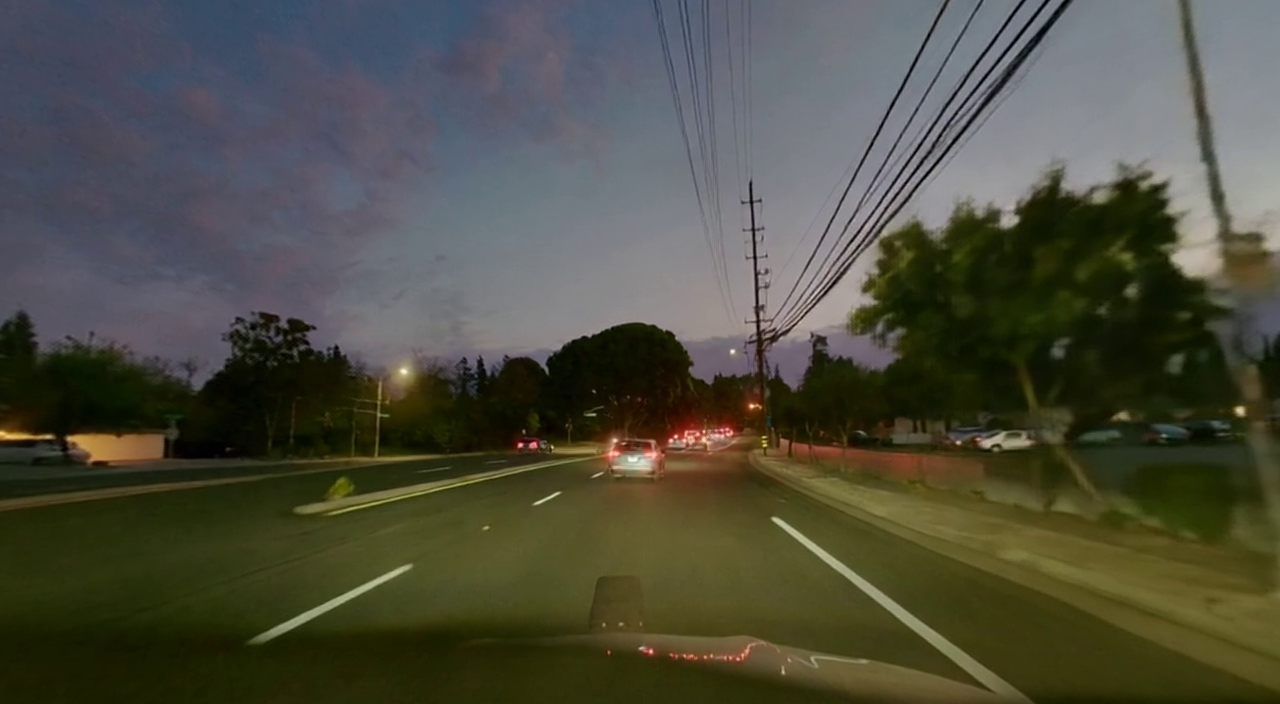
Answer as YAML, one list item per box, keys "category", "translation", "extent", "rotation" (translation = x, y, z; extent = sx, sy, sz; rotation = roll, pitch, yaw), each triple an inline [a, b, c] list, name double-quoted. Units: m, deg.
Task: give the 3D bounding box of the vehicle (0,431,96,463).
- category: "vehicle"
  translation: [-33.351, 5.394, 35.316]
  extent: [1.857, 1.580, 4.336]
  rotation: [0, -11, -1]

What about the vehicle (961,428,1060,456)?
- category: "vehicle"
  translation: [22.073, 5.391, 37.705]
  extent: [4.674, 1.500, 1.889]
  rotation: [1, -9, 9]

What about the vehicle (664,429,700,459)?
- category: "vehicle"
  translation: [3.012, 6.503, 44.588]
  extent: [2.158, 1.939, 4.935]
  rotation: [-1, -9, 8]

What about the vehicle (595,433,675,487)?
- category: "vehicle"
  translation: [-0.025, 3.299, 19.518]
  extent: [2.117, 1.474, 4.036]
  rotation: [-1, -8, 5]

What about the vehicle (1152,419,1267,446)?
- category: "vehicle"
  translation: [34.029, 4.858, 37.806]
  extent: [4.628, 1.467, 1.923]
  rotation: [-2, -9, 13]

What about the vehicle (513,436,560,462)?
- category: "vehicle"
  translation: [-6.504, 6.144, 39.995]
  extent: [1.983, 1.485, 4.159]
  rotation: [-1, -8, 4]
